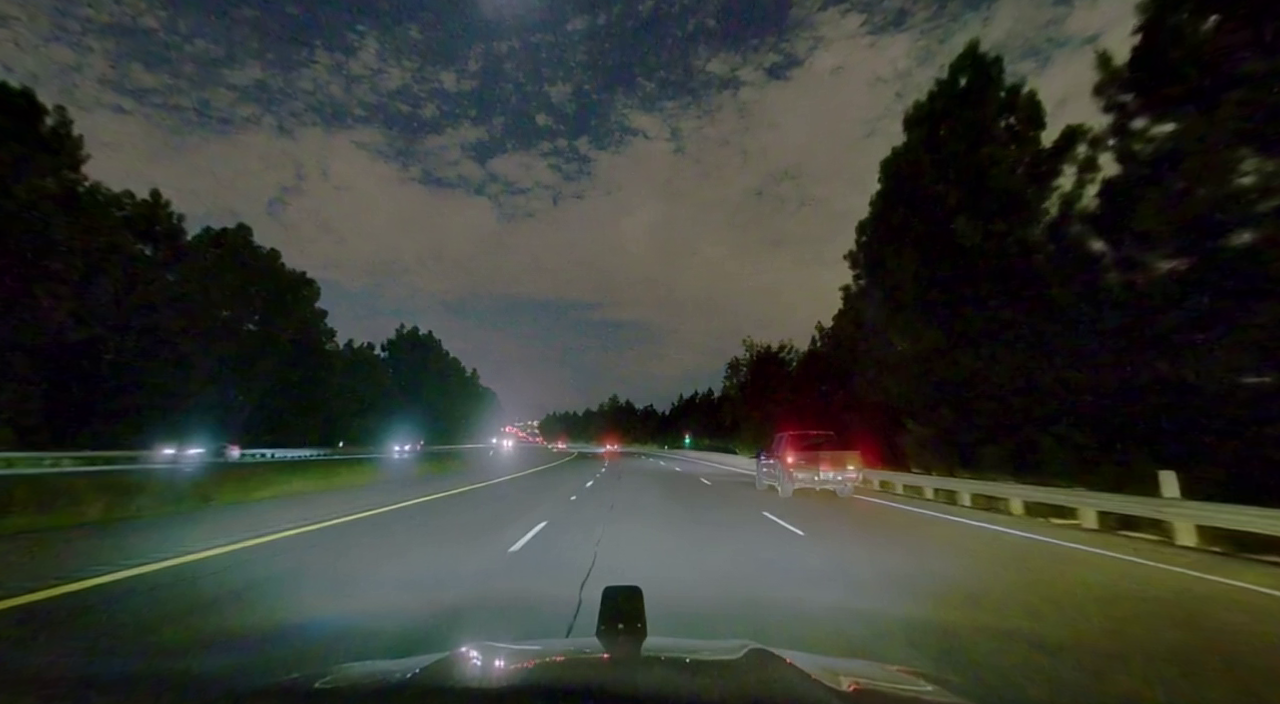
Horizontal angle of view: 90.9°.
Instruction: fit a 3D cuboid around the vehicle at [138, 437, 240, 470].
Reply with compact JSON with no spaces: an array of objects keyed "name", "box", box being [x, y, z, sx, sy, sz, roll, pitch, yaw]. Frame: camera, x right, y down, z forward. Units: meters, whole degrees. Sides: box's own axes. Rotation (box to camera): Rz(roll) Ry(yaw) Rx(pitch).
[{"name":"vehicle","box":[-21.879,4.931,30.778,1.861,1.491,4.260,0,-9,-1]}]
